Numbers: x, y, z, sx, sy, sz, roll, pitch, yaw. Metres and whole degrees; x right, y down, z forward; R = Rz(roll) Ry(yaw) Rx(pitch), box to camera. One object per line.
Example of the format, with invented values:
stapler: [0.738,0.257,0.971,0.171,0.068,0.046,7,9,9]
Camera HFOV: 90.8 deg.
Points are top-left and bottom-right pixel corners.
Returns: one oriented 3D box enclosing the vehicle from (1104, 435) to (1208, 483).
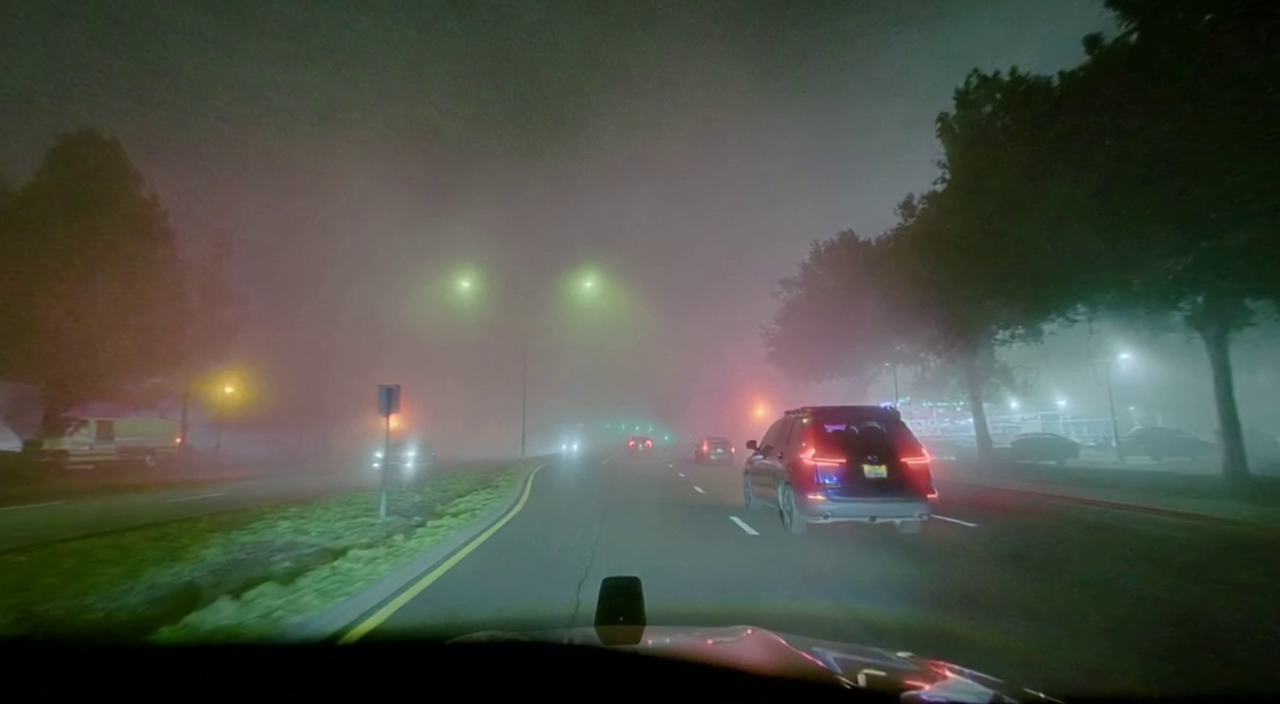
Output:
vehicle: [19.006,3.869,23.216,4.052,1.583,1.954,6,-10,-37]

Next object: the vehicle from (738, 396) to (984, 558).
vehicle: [3.037,1.845,10.090,2.038,1.917,4.900,0,-8,-1]

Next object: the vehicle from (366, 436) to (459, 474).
vehicle: [-9.078,4.147,25.653,2.131,1.378,4.391,0,-8,0]

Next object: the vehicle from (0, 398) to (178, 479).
vehicle: [-28.474,4.492,32.560,2.632,3.533,8.615,-2,-8,1]

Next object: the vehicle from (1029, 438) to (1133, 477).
vehicle: [18.546,4.384,26.501,4.582,1.491,2.032,6,-10,-35]

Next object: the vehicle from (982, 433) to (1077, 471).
vehicle: [18.305,4.665,29.682,4.049,1.671,1.868,4,-9,-28]

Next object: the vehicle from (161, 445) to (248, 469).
vehicle: [-29.303,7.060,42.660,4.343,1.535,2.015,3,-9,-21]

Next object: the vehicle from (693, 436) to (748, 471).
vehicle: [3.625,4.651,29.137,1.861,1.478,4.185,0,-8,-2]

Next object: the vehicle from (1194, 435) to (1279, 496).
vehicle: [18.637,3.364,19.182,4.933,1.472,2.039,4,-11,-43]

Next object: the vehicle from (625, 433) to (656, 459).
vehicle: [-0.008,6.658,44.866,2.101,1.707,3.904,0,-8,0]
